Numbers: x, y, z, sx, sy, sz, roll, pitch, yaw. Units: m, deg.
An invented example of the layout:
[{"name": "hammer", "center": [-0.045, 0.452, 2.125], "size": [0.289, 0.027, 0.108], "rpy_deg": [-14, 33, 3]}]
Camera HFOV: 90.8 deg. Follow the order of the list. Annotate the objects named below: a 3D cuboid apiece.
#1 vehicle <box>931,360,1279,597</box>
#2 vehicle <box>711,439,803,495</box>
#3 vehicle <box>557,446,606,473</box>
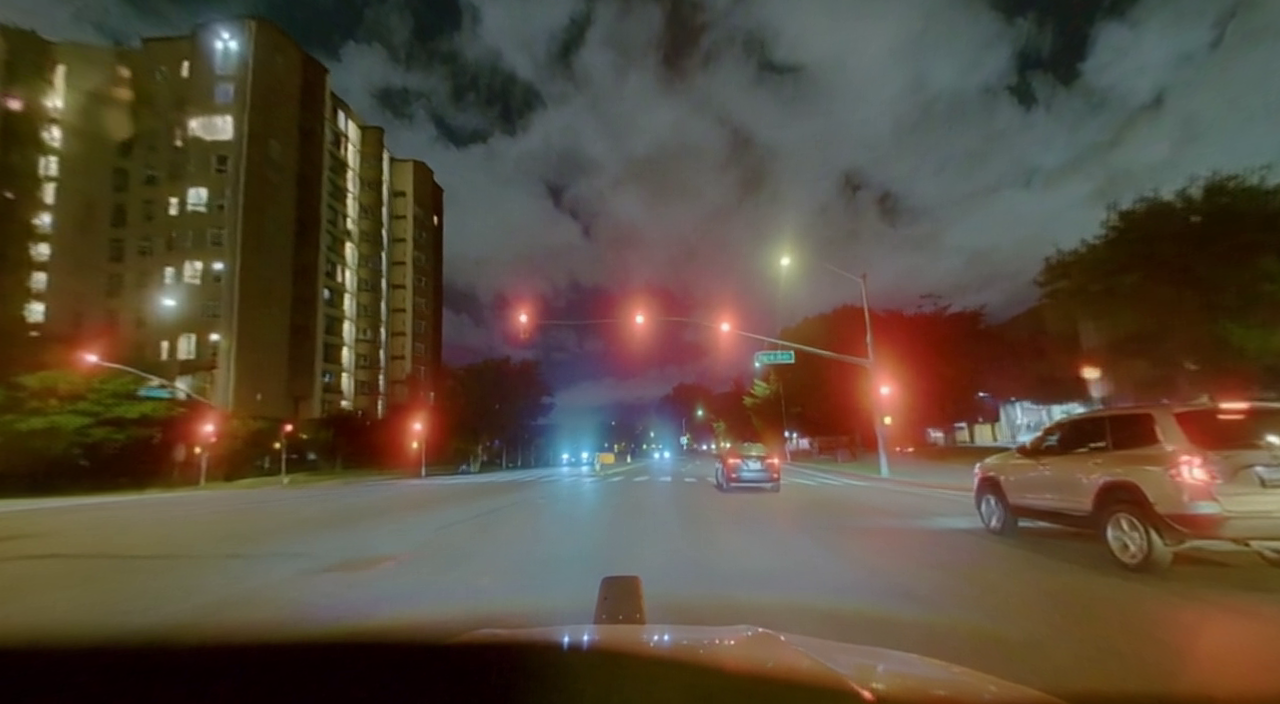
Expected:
[{"name": "vehicle", "center": [6.432, 1.512, 8.315], "size": [2.427, 2.017, 5.763], "rpy_deg": [0, -9, 0]}, {"name": "vehicle", "center": [3.446, 3.482, 19.472], "size": [2.003, 1.480, 4.494], "rpy_deg": [0, -9, 1]}, {"name": "vehicle", "center": [-3.475, 6.471, 38.280], "size": [2.032, 1.484, 4.437], "rpy_deg": [-1, -9, 7]}]
